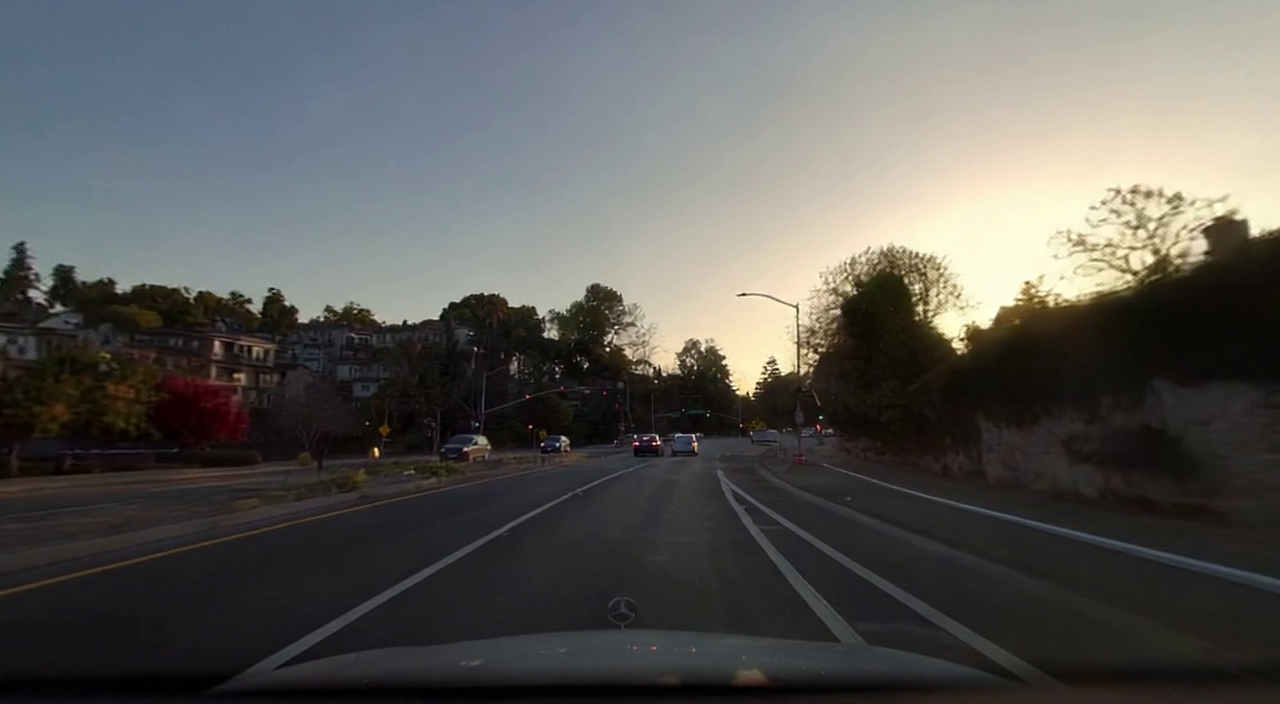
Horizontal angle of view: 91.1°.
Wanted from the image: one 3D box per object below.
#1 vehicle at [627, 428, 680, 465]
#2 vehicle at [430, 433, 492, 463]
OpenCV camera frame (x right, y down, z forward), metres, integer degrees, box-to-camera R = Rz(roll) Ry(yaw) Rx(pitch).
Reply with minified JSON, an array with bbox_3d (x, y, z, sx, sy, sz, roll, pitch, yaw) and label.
[{"bbox_3d":[0.787,5.044,33.536,2.152,1.822,4.391,-1,-9,10],"label":"vehicle"},{"bbox_3d":[-11.043,6.000,39.150,2.111,1.751,4.757,-1,-9,5],"label":"vehicle"}]
